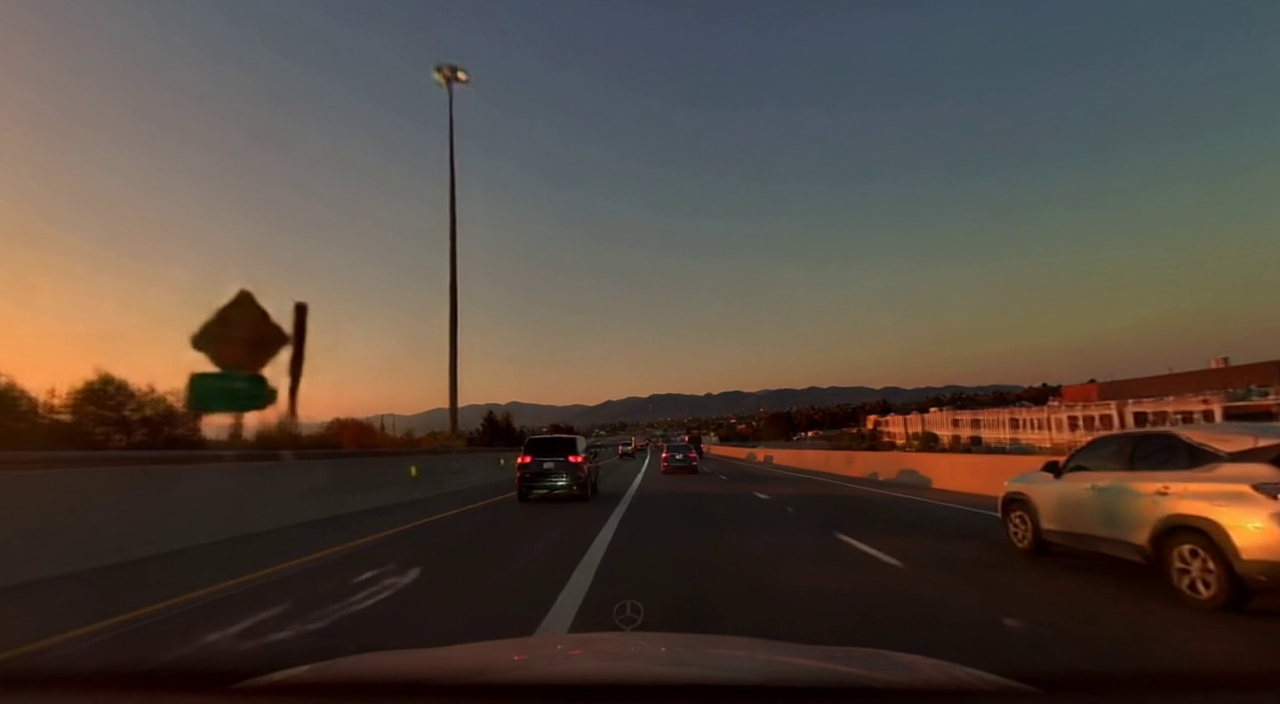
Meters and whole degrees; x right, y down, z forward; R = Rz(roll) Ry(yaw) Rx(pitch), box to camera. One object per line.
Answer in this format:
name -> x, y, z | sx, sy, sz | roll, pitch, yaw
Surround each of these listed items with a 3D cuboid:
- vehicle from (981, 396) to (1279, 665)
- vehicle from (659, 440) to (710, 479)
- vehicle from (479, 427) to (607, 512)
vehicle -> 4.855, 1.211, 4.788 | 2.027, 1.588, 4.611 | 0, -8, 2
vehicle -> 1.845, 4.614, 27.364 | 2.000, 1.558, 3.945 | 0, -8, 1
vehicle -> -2.147, 2.795, 15.513 | 2.239, 1.761, 4.620 | -1, -8, 2
